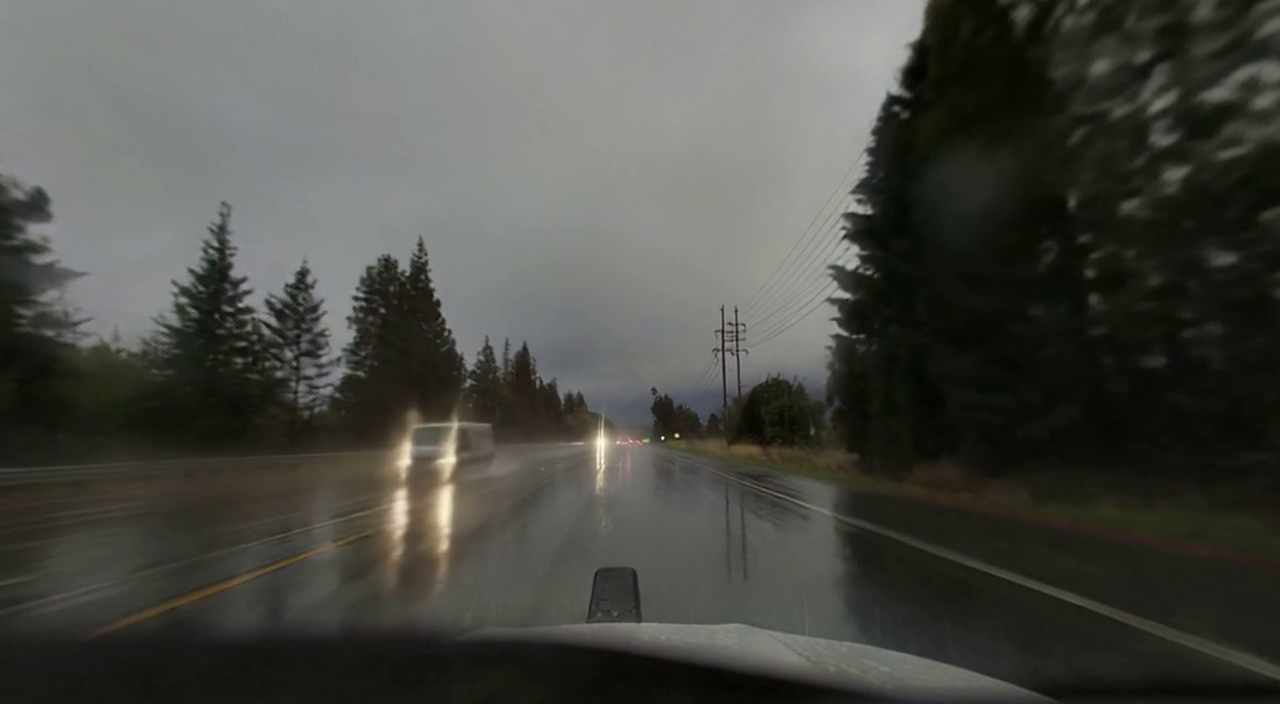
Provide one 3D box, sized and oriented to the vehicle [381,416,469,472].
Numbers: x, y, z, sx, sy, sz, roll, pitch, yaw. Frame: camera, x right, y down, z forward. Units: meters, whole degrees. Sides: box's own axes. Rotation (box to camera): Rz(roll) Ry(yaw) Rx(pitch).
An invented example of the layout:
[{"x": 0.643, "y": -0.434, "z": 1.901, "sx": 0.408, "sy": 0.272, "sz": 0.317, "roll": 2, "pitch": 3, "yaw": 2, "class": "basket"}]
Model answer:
[{"x": -9.875, "y": 4.294, "z": 29.459, "sx": 2.249, "sy": 2.323, "sz": 5.638, "roll": 0, "pitch": -8, "yaw": -2, "class": "vehicle"}]
